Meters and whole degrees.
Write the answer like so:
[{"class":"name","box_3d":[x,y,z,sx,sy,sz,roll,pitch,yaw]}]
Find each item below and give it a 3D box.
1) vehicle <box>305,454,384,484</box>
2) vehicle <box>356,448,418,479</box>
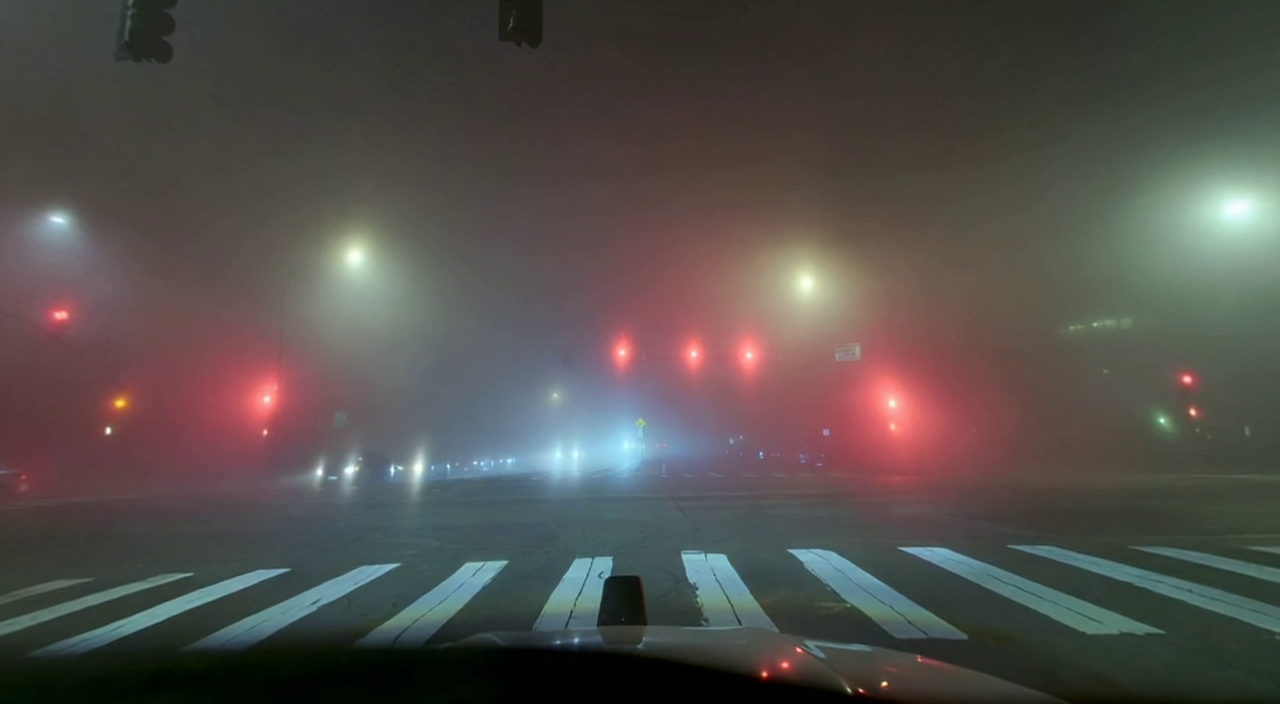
[{"class":"vehicle","box_3d":[-16.092,6.377,34.496,2.055,1.506,4.663,0,-9,0]},{"class":"vehicle","box_3d":[-16.178,7.103,40.451,1.960,1.819,5.018,0,-9,-1]}]
